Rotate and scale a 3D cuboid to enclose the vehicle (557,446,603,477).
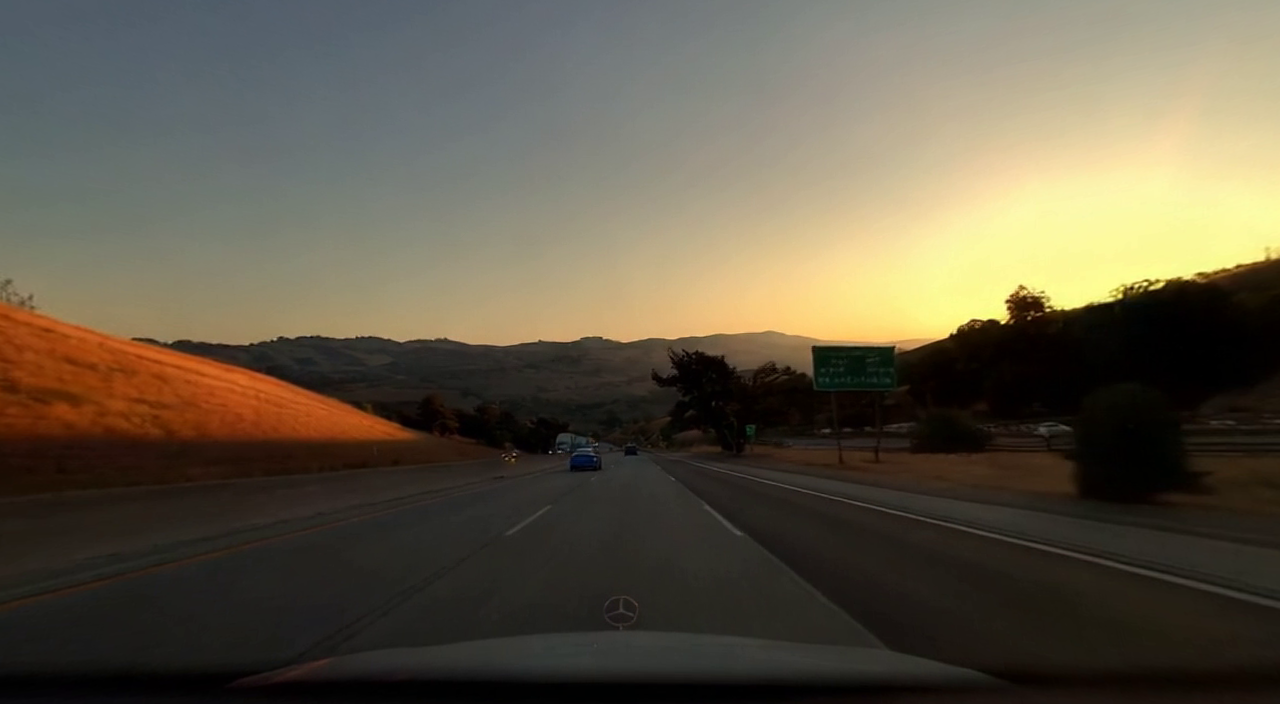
[{"bbox_3d":[-3.249,6.050,34.934,2.069,1.573,4.589,0,-9,1],"label":"vehicle"}]
